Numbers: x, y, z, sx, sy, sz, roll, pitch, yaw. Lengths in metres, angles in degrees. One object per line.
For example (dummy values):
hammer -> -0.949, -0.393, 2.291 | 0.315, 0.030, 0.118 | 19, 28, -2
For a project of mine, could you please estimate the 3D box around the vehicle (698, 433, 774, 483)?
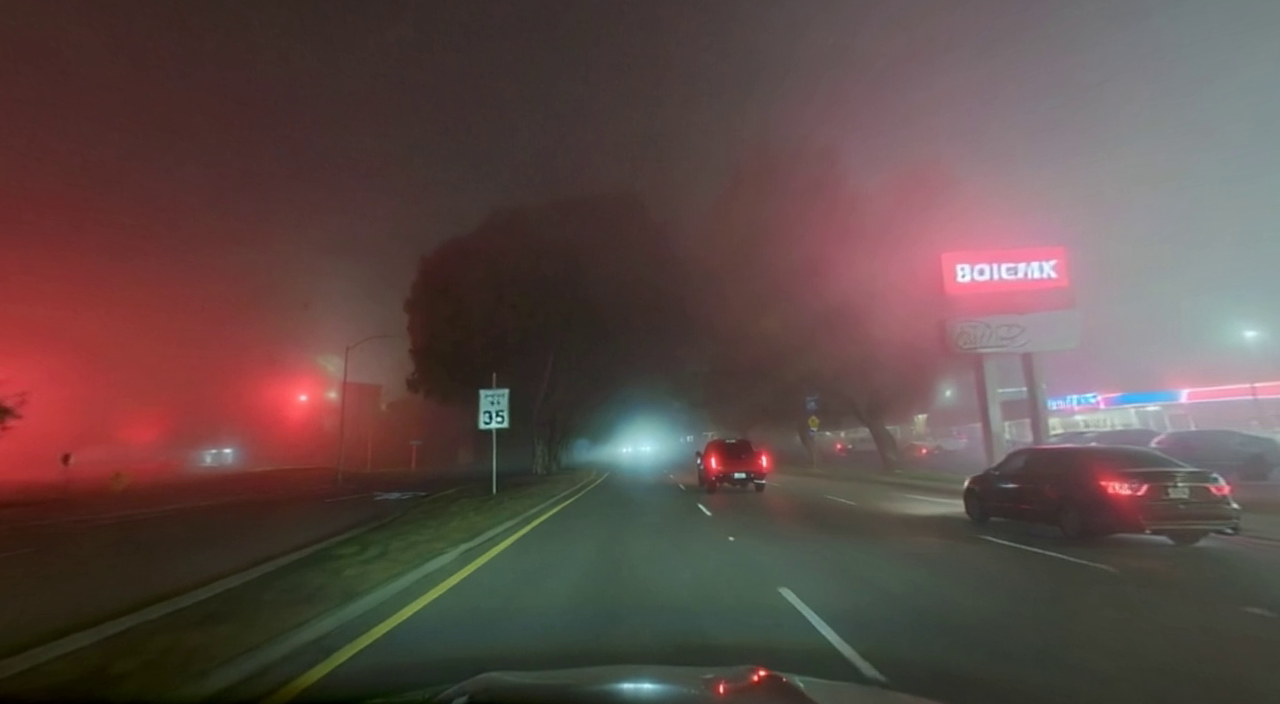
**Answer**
vehicle -> 3.642, 4.133, 24.914 | 2.214, 1.749, 4.998 | 0, -9, 0

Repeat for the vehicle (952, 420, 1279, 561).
vehicle -> 6.549, 1.808, 8.942 | 1.986, 1.480, 4.296 | 0, -9, -1

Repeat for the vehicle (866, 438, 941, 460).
vehicle -> 18.204, 6.749, 43.782 | 4.337, 1.447, 1.933 | 0, -9, 0
